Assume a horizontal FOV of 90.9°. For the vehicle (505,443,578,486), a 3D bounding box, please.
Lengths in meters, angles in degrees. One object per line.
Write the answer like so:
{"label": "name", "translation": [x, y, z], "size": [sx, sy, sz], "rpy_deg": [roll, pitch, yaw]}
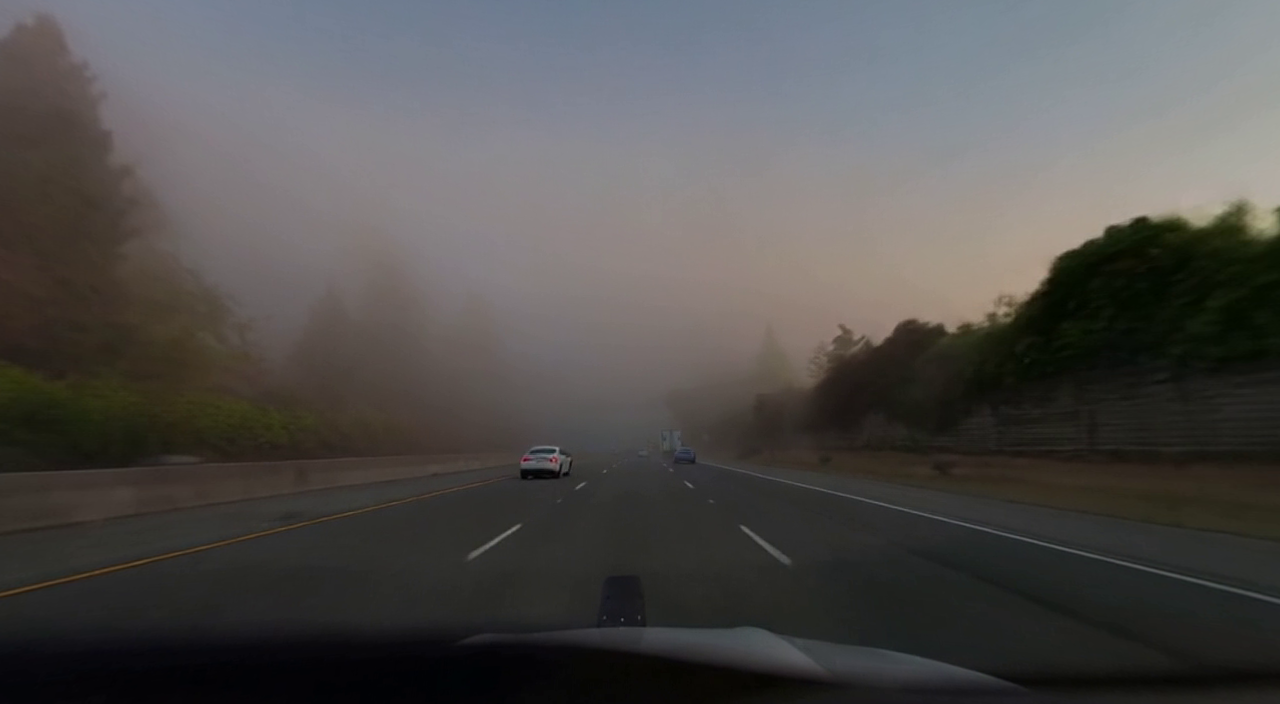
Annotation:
{"label": "vehicle", "translation": [-3.943, 4.625, 26.247], "size": [2.129, 1.559, 5.272], "rpy_deg": [0, -9, 1]}
